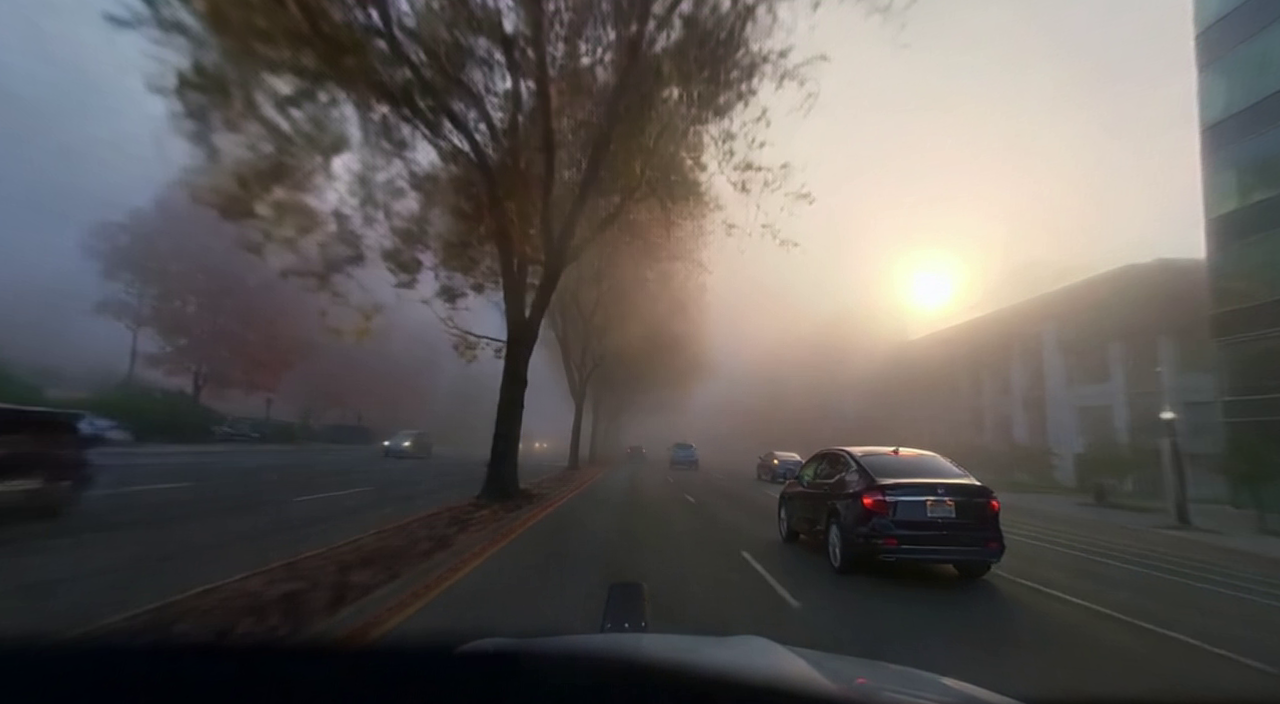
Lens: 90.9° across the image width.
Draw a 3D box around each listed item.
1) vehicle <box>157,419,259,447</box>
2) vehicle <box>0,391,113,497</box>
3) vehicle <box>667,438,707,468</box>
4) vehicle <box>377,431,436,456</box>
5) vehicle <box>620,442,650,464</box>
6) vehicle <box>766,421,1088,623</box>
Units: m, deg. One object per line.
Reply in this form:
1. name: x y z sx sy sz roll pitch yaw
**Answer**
1. vehicle: -27.109 5.108 39.679 4.787 1.664 2.211 0 -8 -1
2. vehicle: -11.374 1.471 10.061 2.122 1.685 4.358 0 -8 0
3. vehicle: 3.032 6.643 41.805 2.154 1.844 4.634 0 -8 -2
4. vehicle: -15.011 5.923 40.778 1.987 1.475 4.708 0 -8 0
5. vehicle: -0.343 6.974 43.658 1.991 1.477 3.814 0 -8 -1
6. vehicle: 2.823 1.725 7.342 1.901 1.634 3.896 2 -8 0
